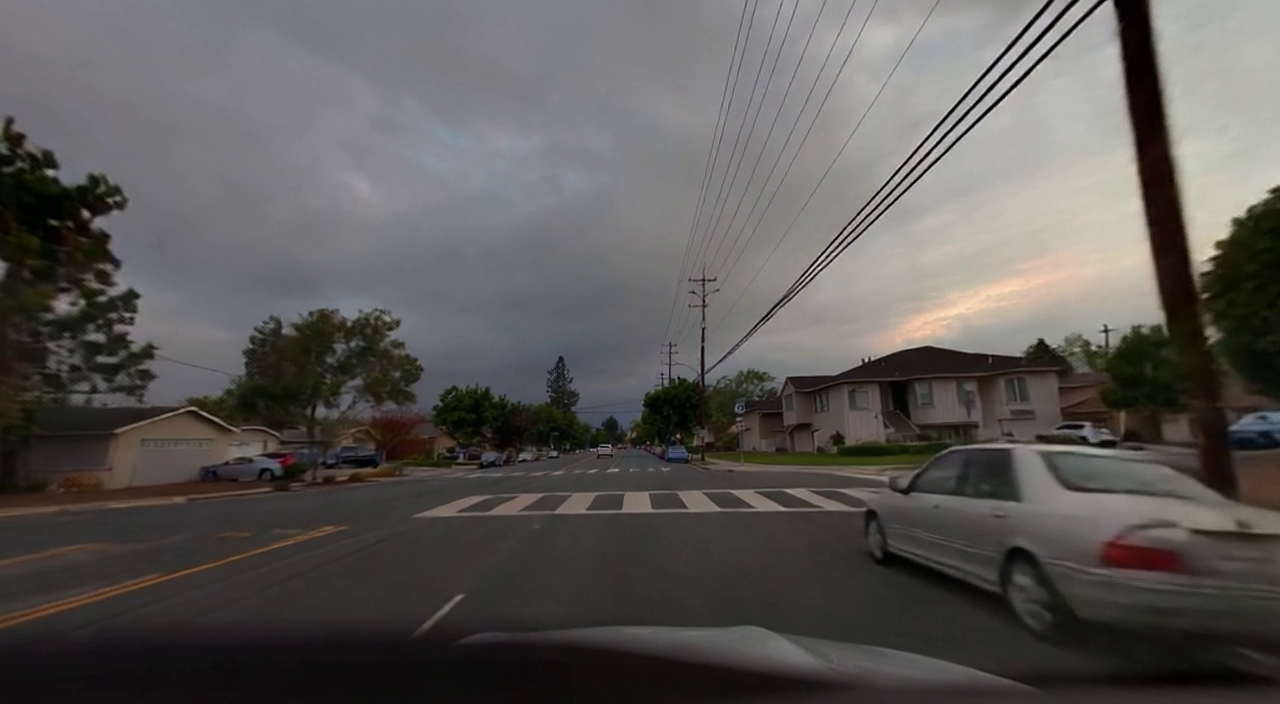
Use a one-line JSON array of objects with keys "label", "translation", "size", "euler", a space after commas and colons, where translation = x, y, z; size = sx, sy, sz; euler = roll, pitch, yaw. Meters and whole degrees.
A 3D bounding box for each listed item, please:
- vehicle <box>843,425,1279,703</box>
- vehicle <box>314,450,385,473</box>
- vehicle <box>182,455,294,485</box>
[{"label": "vehicle", "translation": [3.571, 1.485, 5.635], "size": [1.920, 1.499, 4.457], "euler": [0, -9, -2]}, {"label": "vehicle", "translation": [-22.711, 8.572, 49.523], "size": [4.612, 1.736, 1.951], "euler": [0, -9, -1]}, {"label": "vehicle", "translation": [-21.851, 6.408, 34.506], "size": [4.728, 1.536, 2.006], "euler": [0, -9, 0]}]
